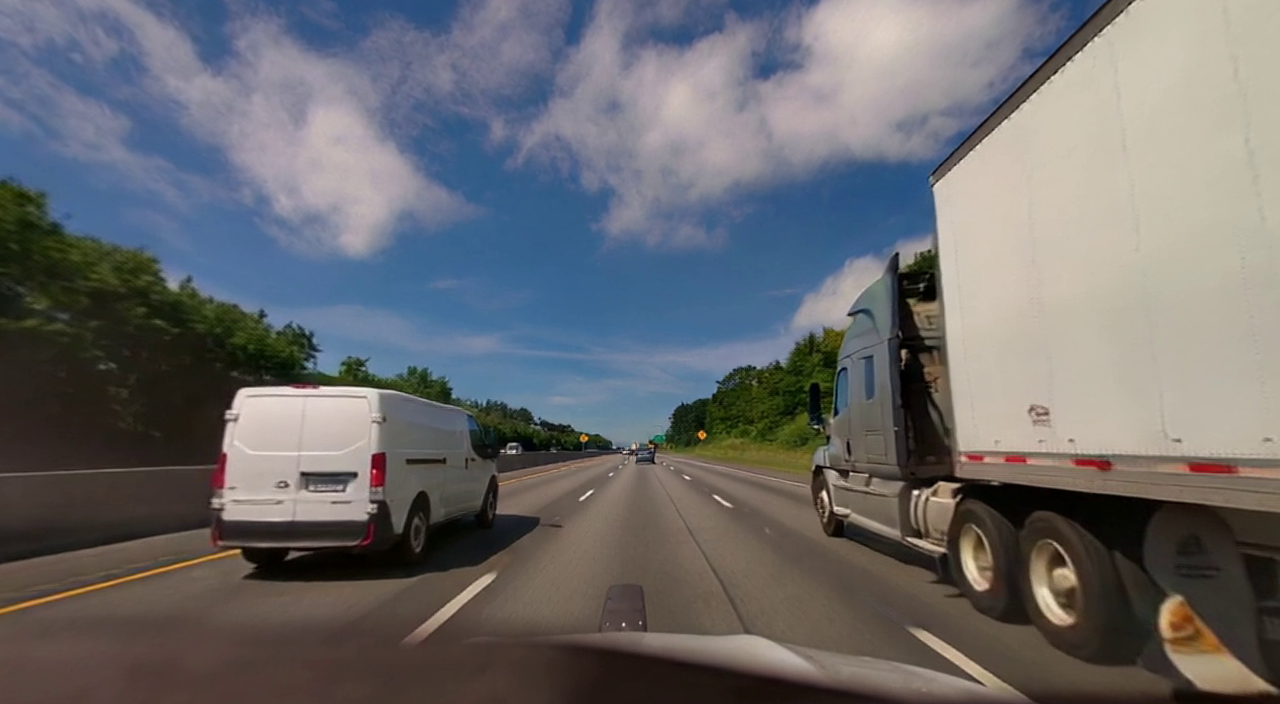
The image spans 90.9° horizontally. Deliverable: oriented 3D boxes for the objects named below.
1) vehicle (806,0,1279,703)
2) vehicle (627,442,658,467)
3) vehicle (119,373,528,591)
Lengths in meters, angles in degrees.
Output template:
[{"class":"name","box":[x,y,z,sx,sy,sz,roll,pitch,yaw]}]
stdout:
[{"class":"vehicle","box":[4.199,0.286,6.436,3.007,3.949,7.005,0,-9,0]},{"class":"vehicle","box":[0.158,7.281,44.933,2.067,1.690,3.901,0,-9,0]},{"class":"vehicle","box":[-3.324,1.593,8.571,2.572,1.927,5.803,0,-9,0]}]
